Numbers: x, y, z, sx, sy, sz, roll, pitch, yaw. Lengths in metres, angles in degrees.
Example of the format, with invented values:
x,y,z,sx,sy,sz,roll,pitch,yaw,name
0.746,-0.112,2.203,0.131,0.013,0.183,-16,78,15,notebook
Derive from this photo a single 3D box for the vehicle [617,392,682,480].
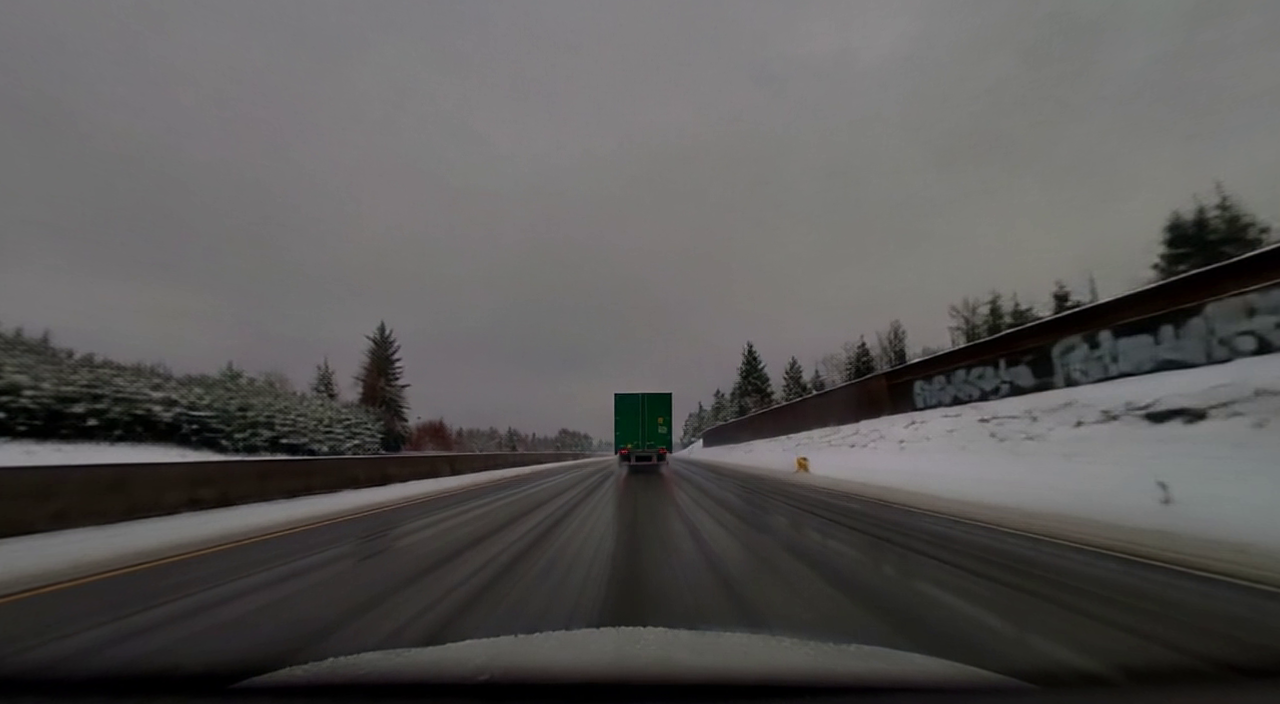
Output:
x,y,z,sx,sy,sz,roll,pitch,yaw,name
0.361,4.557,33.436,2.900,3.955,10.151,0,-9,-1,vehicle
